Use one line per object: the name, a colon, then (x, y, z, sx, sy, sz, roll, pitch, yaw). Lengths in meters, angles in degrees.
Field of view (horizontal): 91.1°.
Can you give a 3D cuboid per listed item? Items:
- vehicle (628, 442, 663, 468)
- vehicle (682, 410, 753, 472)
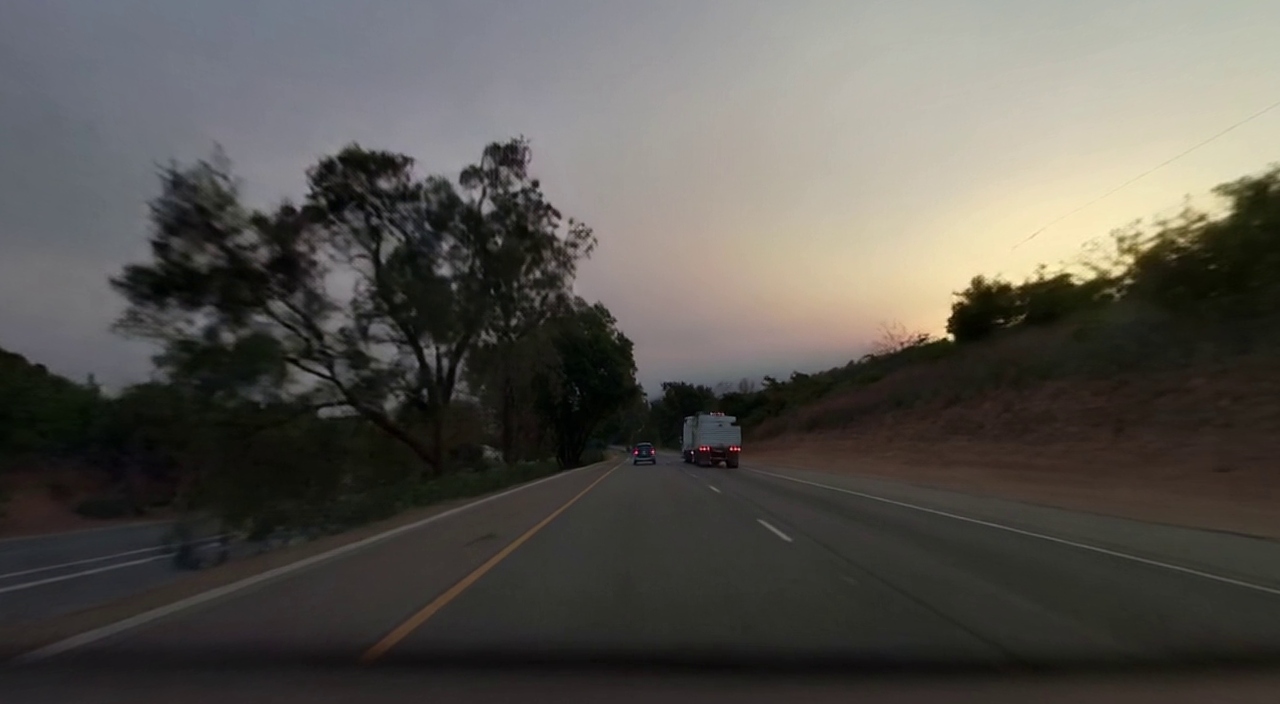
vehicle: (0.373, 6.624, 40.722, 2.170, 1.544, 4.373, 0, -8, 1)
vehicle: (4.290, 5.167, 36.544, 3.015, 3.211, 7.982, 0, -8, -1)
